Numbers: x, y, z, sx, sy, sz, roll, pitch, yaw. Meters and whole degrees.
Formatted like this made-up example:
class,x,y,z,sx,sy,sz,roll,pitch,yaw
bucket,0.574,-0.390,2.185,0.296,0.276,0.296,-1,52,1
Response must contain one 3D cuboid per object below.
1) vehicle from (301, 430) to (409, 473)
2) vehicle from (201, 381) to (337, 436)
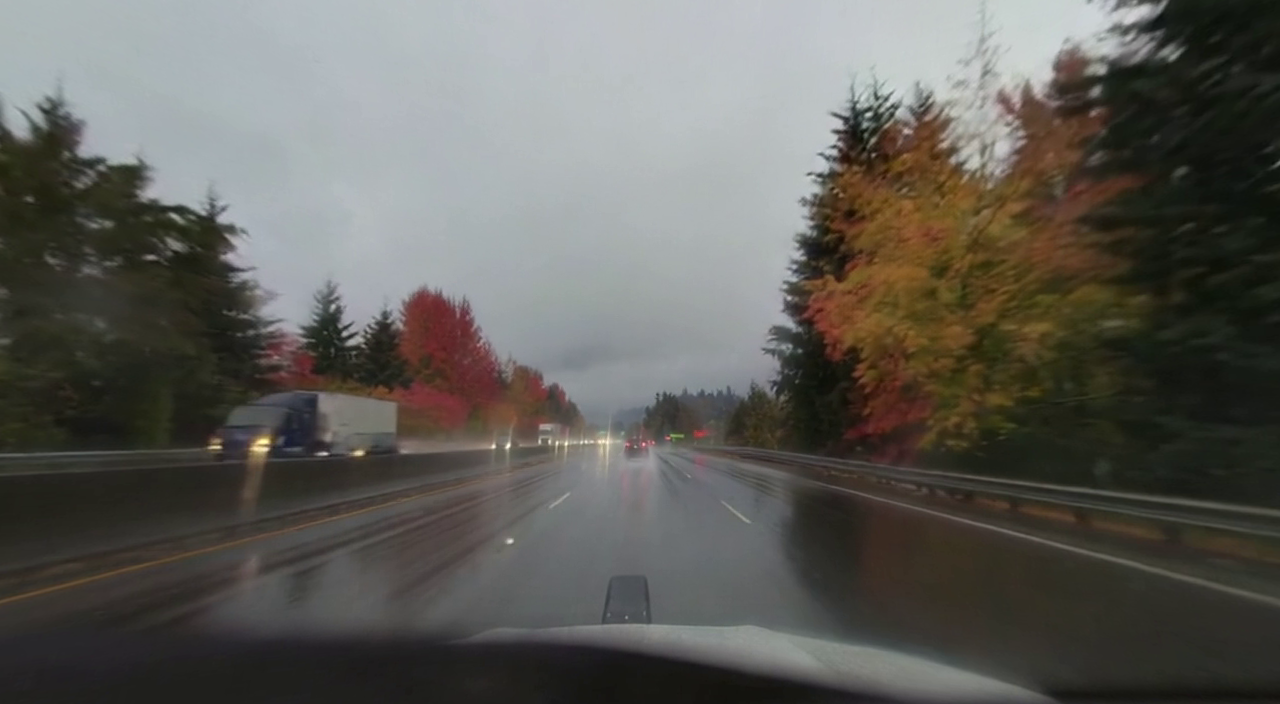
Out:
class,x,y,z,sx,sy,sz,roll,pitch,yaw
vehicle,-11.265,3.972,25.319,2.034,1.525,4.766,0,-8,1
vehicle,-14.985,2.440,25.909,2.091,1.991,5.483,0,-8,2
